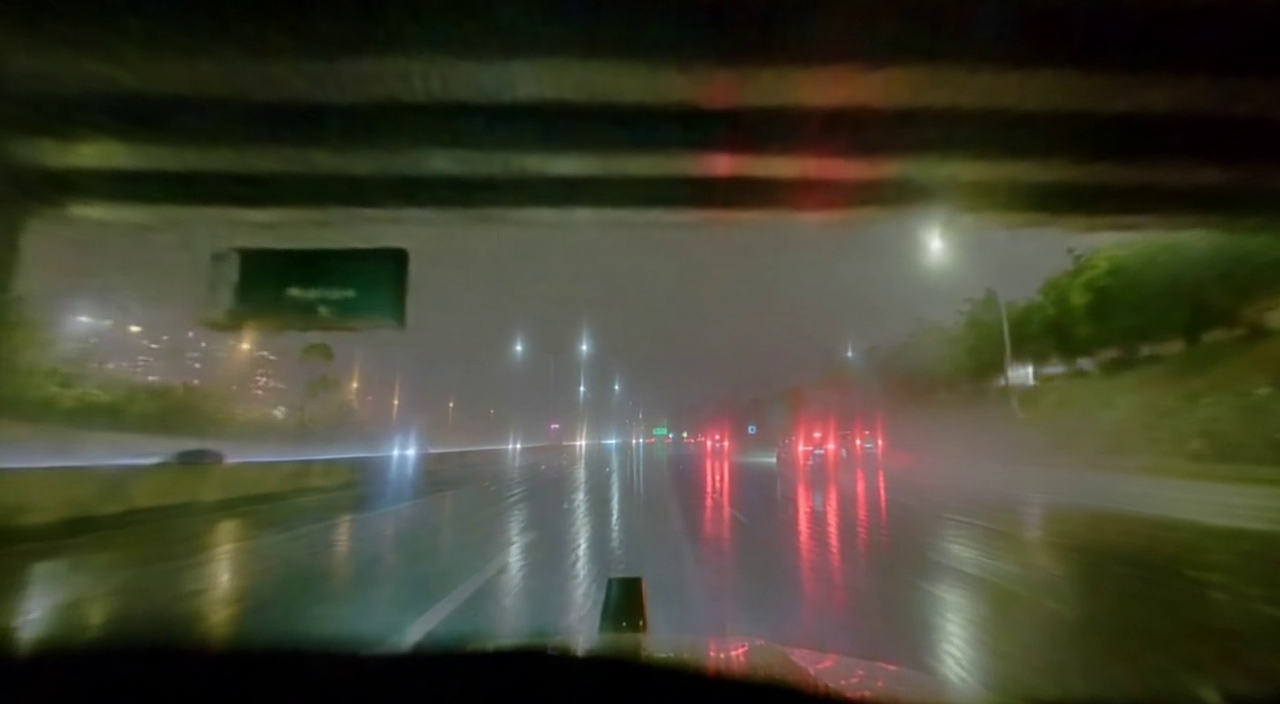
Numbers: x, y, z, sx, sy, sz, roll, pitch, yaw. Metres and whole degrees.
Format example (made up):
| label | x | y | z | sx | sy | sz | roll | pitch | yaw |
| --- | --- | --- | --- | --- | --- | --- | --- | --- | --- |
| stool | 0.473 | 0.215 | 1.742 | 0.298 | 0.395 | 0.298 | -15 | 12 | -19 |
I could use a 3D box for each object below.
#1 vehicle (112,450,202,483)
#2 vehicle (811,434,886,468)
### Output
| label | x | y | z | sx | sy | sz | roll | pitch | yaw |
| --- | --- | --- | --- | --- | --- | --- | --- | --- | --- |
| vehicle | -31.140 | 7.341 | 40.840 | 2.065 | 1.859 | 4.769 | -2 | -8 | 0 |
| vehicle | 9.936 | 4.768 | 30.484 | 2.000 | 1.514 | 4.585 | 0 | -8 | -1 |
